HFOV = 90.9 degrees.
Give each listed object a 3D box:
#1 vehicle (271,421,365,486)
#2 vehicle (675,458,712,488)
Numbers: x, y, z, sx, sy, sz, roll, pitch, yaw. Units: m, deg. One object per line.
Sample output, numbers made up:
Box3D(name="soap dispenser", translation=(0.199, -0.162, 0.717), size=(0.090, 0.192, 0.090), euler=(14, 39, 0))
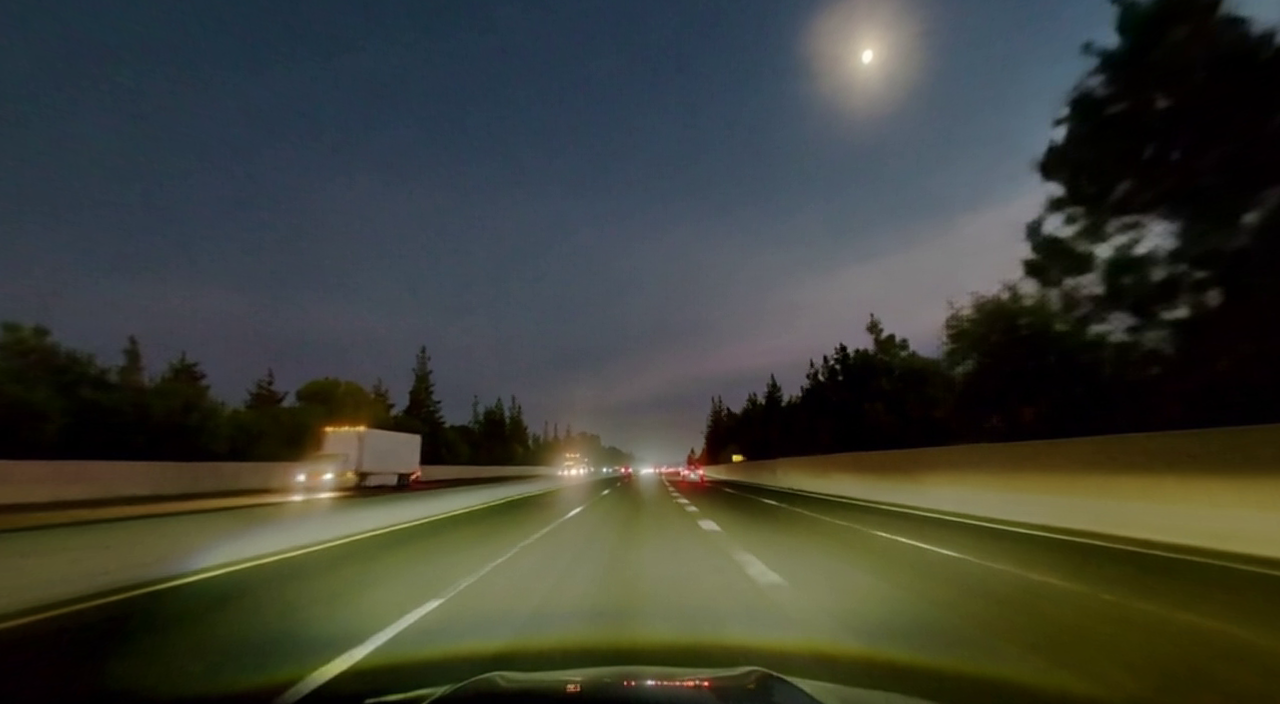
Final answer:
Box3D(name="vehicle", translation=(-21.733, 6.991, 42.978), size=(3.009, 4.028, 5.845), euler=(1, -10, 1))
Box3D(name="vehicle", translation=(3.615, 8.304, 43.398), size=(2.093, 1.933, 4.623), euler=(1, -10, 0))
